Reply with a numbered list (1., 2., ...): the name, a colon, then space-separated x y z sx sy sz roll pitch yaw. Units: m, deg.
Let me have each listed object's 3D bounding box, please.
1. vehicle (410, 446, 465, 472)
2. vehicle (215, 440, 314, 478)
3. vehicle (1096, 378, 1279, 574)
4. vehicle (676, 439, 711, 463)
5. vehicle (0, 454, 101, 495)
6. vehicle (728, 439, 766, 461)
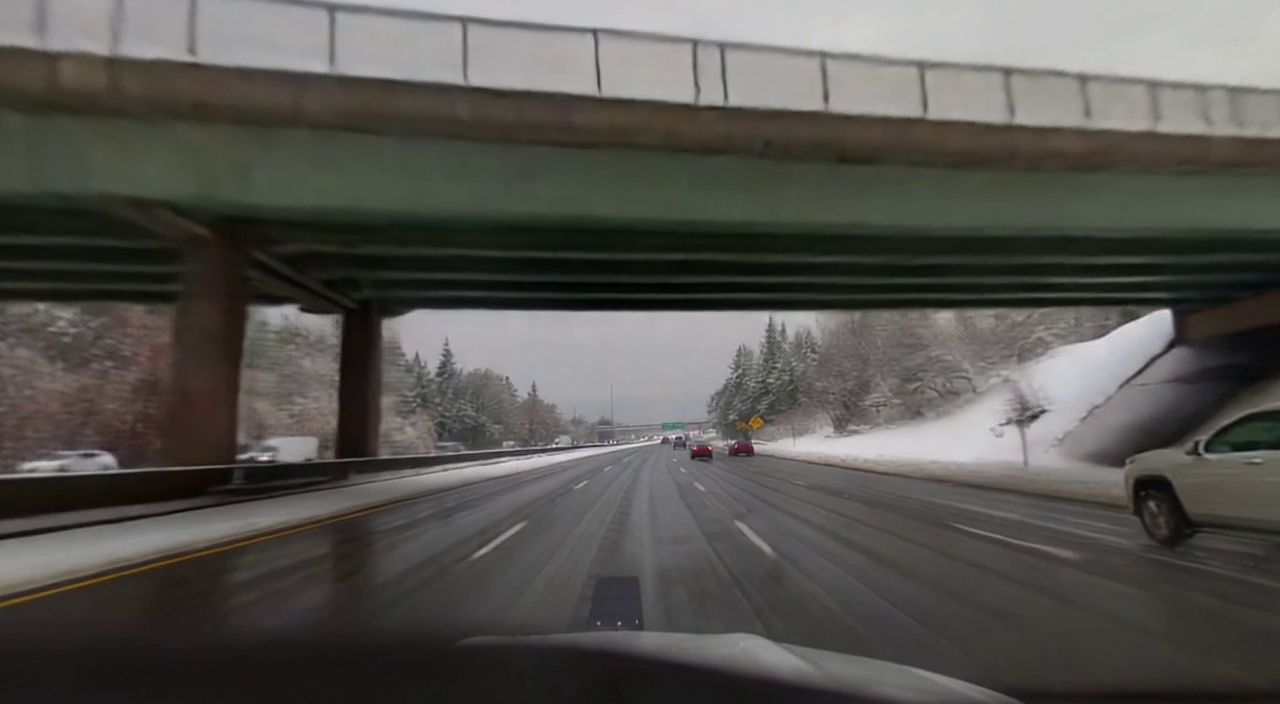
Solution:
1. vehicle: -14.098 7.445 44.232 2.106 1.674 4.768 -1 -9 2
2. vehicle: -27.967 7.940 47.510 2.508 2.445 7.434 1 -8 3
3. vehicle: 6.992 1.111 5.647 2.087 1.806 4.946 0 -9 0
4. vehicle: 3.452 6.535 41.653 1.981 1.471 4.342 -1 -9 1
5. vehicle: -28.168 5.650 29.429 2.018 1.692 4.563 -1 -9 1
6. vehicle: 7.688 7.121 45.922 1.989 1.529 4.375 0 -9 0
